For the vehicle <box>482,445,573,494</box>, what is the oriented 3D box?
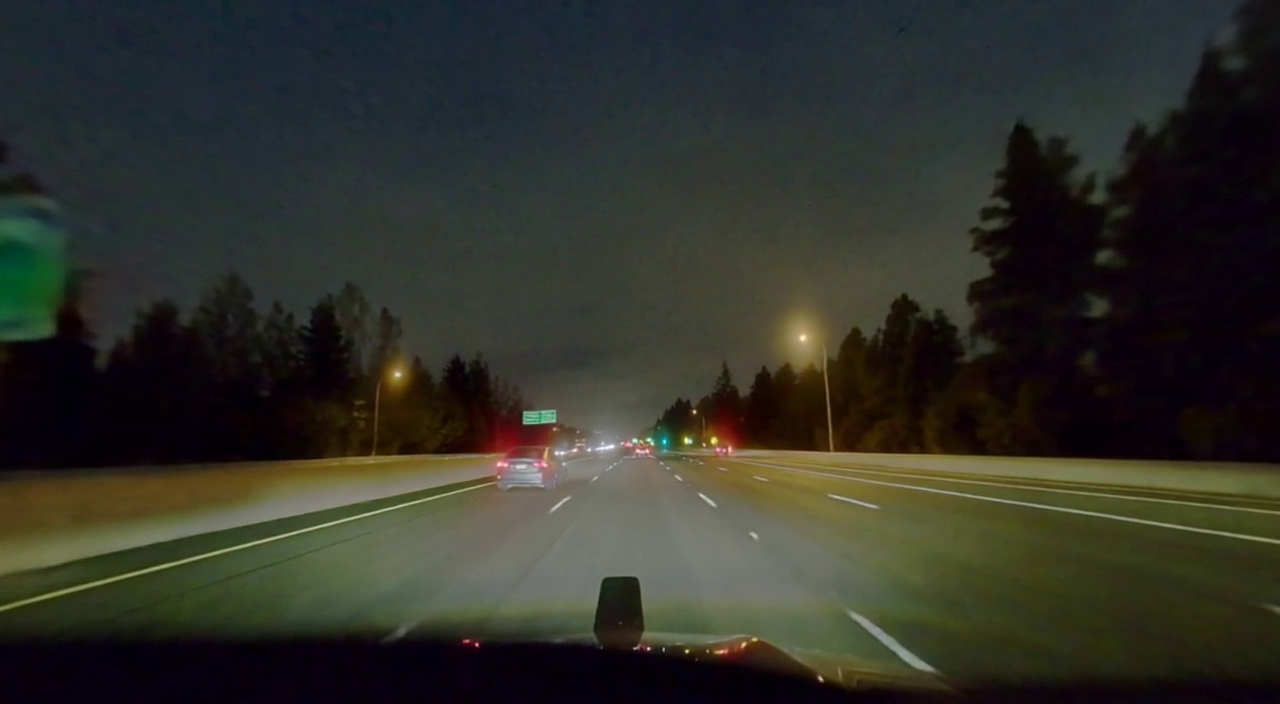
[{"bbox_3d":[-3.702,3.963,21.588,2.162,1.493,4.583,0,-9,1],"label":"vehicle"}]
